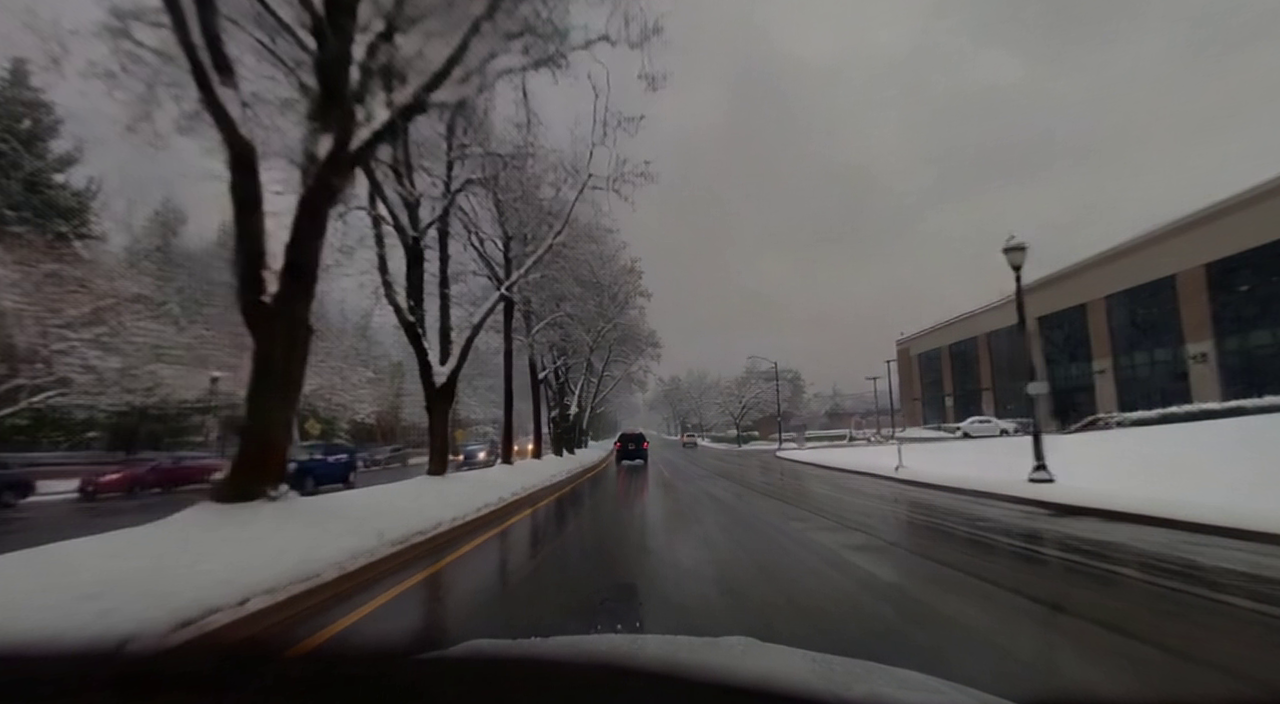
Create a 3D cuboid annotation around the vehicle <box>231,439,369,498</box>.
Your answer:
[{"bbox_3d":[-10.970,3.764,20.847,1.994,1.678,4.605,0,-9,0],"label":"vehicle"}]

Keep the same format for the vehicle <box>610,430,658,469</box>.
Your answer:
[{"bbox_3d":[-0.325,5.341,34.630,2.411,1.937,5.186,0,-9,-1],"label":"vehicle"}]

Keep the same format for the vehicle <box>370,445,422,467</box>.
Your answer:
[{"bbox_3d":[-18.012,7.689,46.912,2.003,1.533,4.691,0,-9,0],"label":"vehicle"}]

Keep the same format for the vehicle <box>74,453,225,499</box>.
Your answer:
[{"bbox_3d":[-18.016,4.534,23.579,1.876,1.494,4.662,0,-9,0],"label":"vehicle"}]

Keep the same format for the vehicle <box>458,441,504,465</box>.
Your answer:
[{"bbox_3d":[-10.975,7.023,44.021,1.979,1.605,4.550,0,-9,1],"label":"vehicle"}]

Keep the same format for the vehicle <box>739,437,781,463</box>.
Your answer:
[{"bbox_3d":[8.637,7.104,46.002,2.364,1.781,4.854,0,-9,3],"label":"vehicle"}]
